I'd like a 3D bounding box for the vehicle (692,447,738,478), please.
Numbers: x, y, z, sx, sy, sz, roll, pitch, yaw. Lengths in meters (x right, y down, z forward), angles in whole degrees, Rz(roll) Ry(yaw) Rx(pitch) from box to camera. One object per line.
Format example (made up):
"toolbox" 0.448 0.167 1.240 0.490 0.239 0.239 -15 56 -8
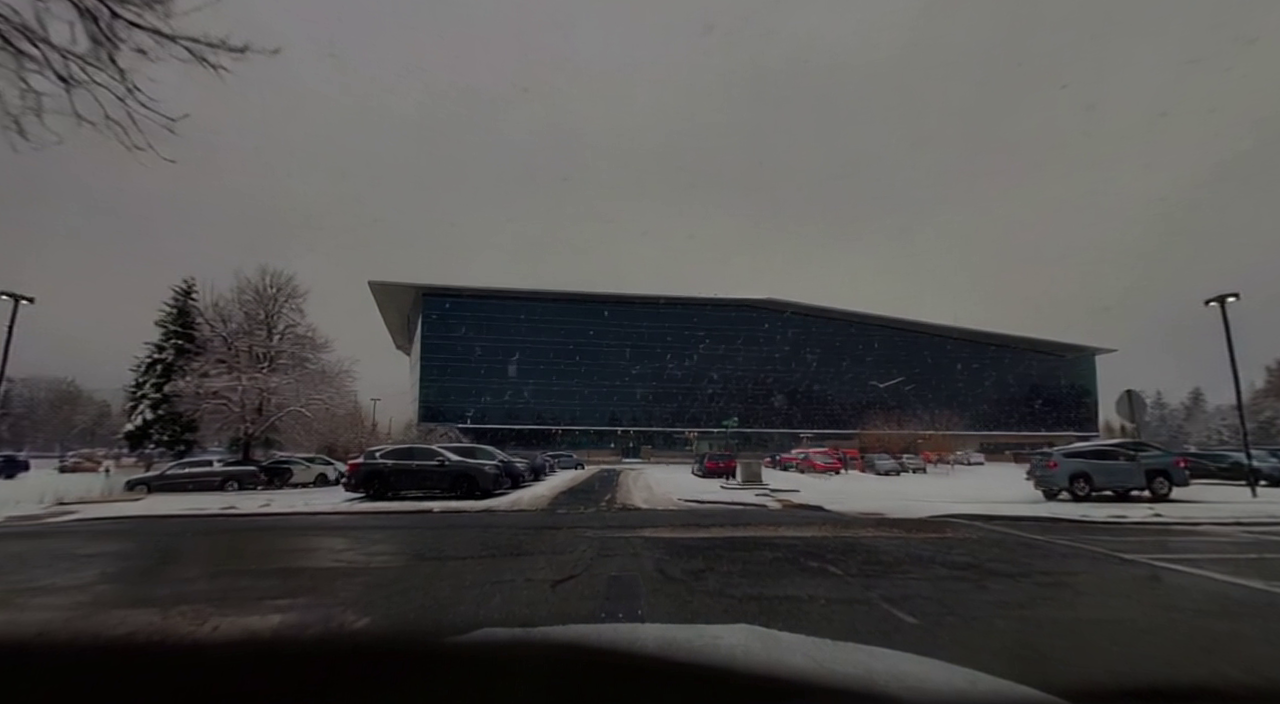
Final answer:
"vehicle" 4.545 6.822 39.311 2.262 1.794 5.331 0 -8 1

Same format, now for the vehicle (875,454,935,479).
"vehicle" 17.089 7.386 40.973 1.971 1.478 4.477 0 -8 1

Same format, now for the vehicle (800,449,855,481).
"vehicle" 10.518 6.348 35.769 1.936 1.673 4.305 0 -8 2

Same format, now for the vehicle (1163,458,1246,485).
"vehicle" 31.251 6.584 35.057 1.519 1.371 3.278 0 -8 0

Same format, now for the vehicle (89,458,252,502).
"vehicle" -16.552 4.502 22.409 4.331 1.437 1.876 0 -9 3

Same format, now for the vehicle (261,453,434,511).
"vehicle" -8.674 3.827 18.958 4.442 1.504 1.809 4 -10 -27

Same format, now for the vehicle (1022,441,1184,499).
"vehicle" 16.476 4.188 22.928 2.048 1.852 4.998 0 -9 0

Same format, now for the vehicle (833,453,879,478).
"vehicle" 14.197 7.445 41.651 1.935 1.477 3.719 -1 -9 4
